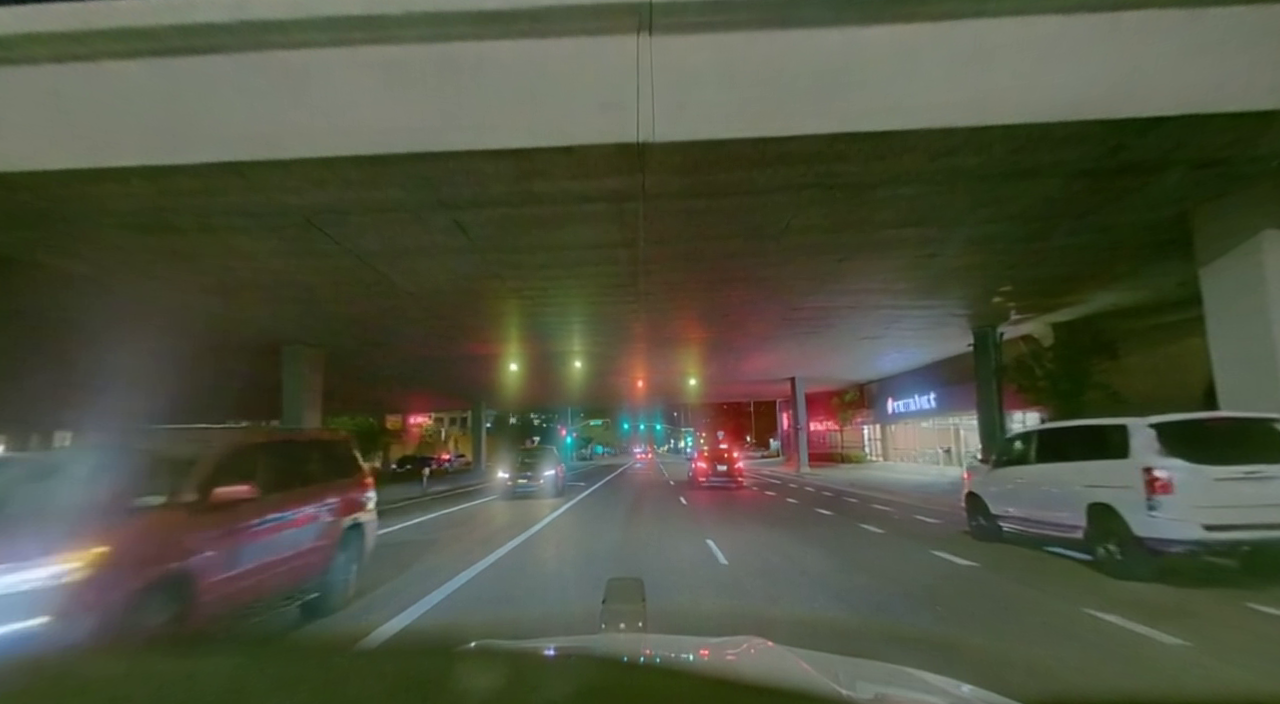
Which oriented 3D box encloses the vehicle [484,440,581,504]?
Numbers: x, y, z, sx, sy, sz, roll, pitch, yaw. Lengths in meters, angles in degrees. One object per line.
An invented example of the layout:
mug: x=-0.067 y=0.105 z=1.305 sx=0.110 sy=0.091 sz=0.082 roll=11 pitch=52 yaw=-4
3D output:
vehicle: x=-3.020 y=3.468 z=18.678 sx=2.076 sy=1.653 sz=4.152 roll=-1 pitch=-8 yaw=1

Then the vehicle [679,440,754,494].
vehicle: x=2.399 y=3.727 z=20.823 sx=1.947 sy=1.576 sz=3.825 roll=0 pitch=-8 yaw=0

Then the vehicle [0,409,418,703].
vehicle: x=-3.514 y=1.359 z=4.842 sx=2.137 sy=1.586 sz=4.201 roll=0 pitch=-8 yaw=-1

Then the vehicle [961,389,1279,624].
vehicle: x=6.277 y=1.669 z=7.805 sx=2.284 sy=2.048 sz=4.379 roll=-1 pitch=-8 yaw=1
